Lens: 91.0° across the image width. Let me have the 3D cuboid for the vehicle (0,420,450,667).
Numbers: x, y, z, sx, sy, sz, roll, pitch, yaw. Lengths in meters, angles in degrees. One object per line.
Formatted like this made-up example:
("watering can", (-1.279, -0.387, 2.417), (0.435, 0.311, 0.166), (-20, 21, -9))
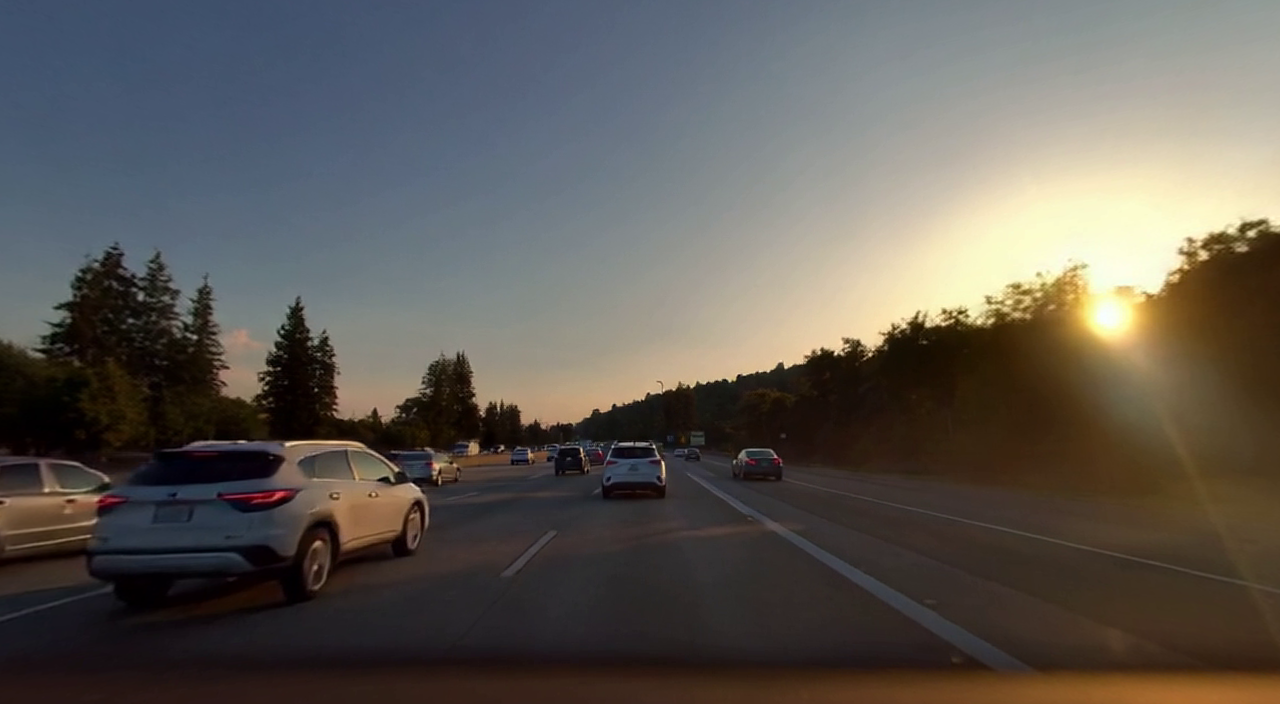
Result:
("vehicle", (-3.571, 1.502, 6.113), (2.011, 1.498, 4.341), (0, -8, 1))

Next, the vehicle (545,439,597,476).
("vehicle", (-3.549, 5.516, 33.165), (2.142, 1.808, 4.266), (0, -8, 1))

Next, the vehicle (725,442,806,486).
("vehicle", (4.620, 4.195, 23.934), (2.006, 1.474, 4.669), (0, -8, -1))

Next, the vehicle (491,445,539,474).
("vehicle", (-7.326, 6.320, 37.194), (1.931, 1.617, 4.060), (0, -8, 1))

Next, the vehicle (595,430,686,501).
("vehicle", (0.025, 3.085, 17.476), (2.223, 1.722, 4.177), (0, -8, 0))
